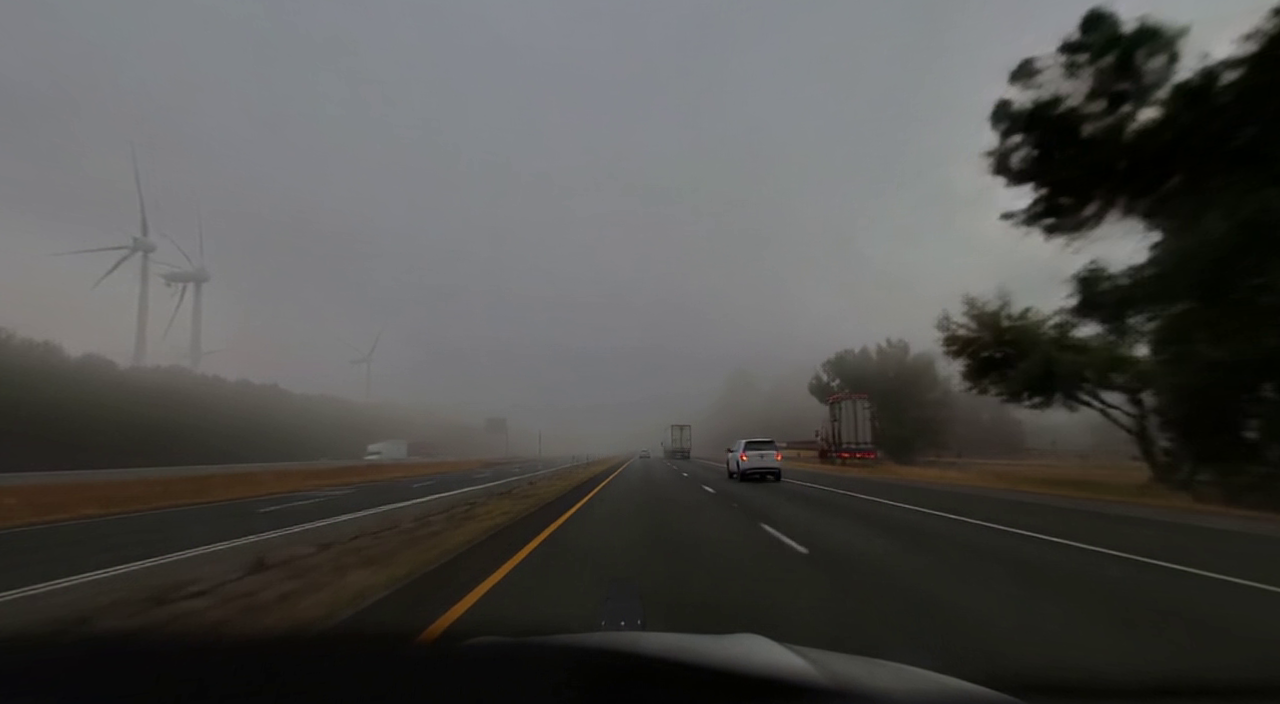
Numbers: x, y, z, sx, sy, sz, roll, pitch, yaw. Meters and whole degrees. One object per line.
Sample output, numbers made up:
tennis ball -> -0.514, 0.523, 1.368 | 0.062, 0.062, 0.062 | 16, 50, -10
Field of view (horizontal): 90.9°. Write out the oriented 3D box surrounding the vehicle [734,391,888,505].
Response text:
vehicle -> 4.400, 2.667, 17.490 | 2.609, 2.648, 5.397 | 0, -9, -1
